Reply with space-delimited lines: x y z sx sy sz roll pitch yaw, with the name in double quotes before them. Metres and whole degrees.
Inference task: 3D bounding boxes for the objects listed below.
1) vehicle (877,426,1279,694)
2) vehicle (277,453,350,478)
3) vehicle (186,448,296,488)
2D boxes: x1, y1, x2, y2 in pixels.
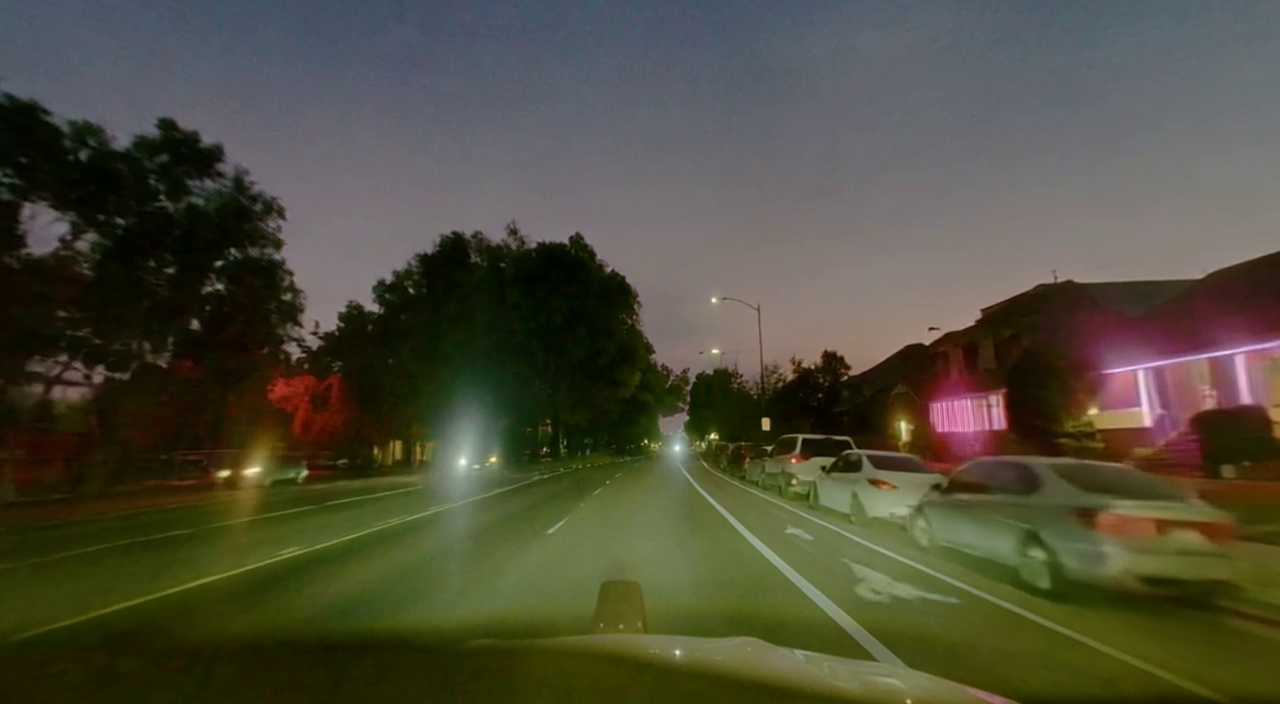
"vehicle" 4.308 1.528 6.089 2.027 1.503 4.838 0 -8 -2
"vehicle" -22.703 7.920 44.141 2.026 1.531 5.099 -1 -8 6
"vehicle" -18.603 5.384 29.720 1.965 1.640 4.665 -1 -8 3
